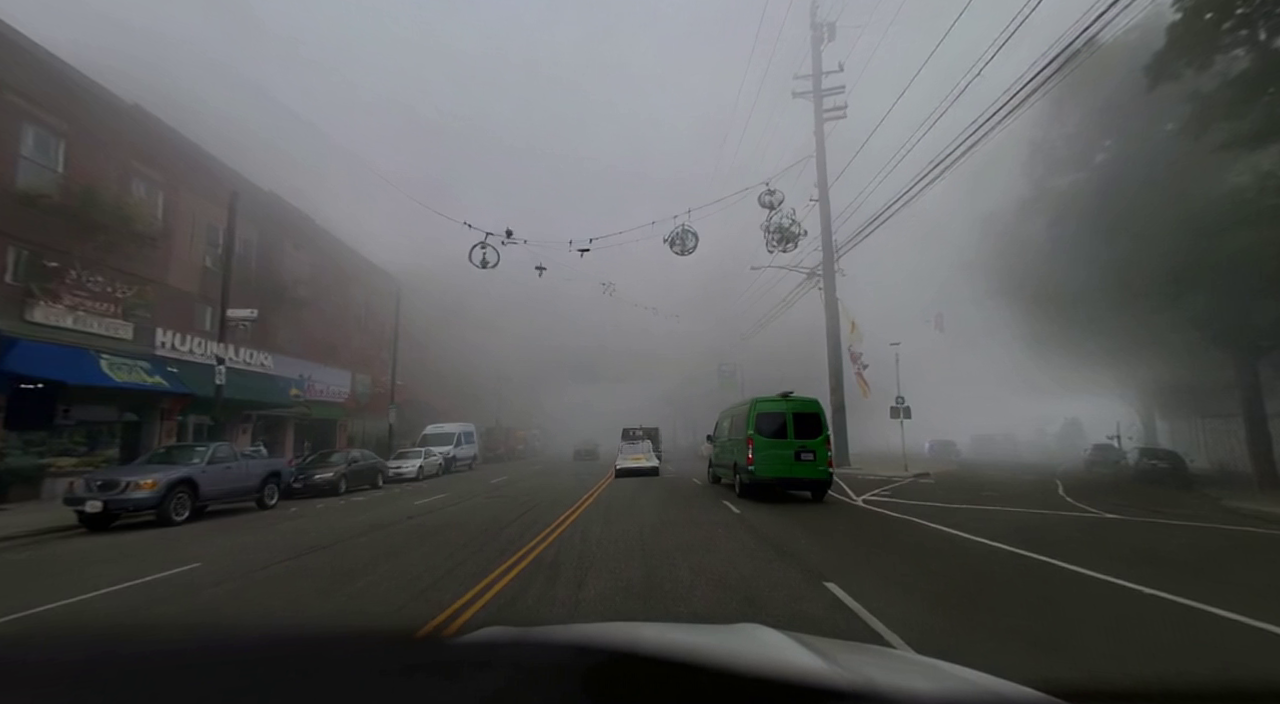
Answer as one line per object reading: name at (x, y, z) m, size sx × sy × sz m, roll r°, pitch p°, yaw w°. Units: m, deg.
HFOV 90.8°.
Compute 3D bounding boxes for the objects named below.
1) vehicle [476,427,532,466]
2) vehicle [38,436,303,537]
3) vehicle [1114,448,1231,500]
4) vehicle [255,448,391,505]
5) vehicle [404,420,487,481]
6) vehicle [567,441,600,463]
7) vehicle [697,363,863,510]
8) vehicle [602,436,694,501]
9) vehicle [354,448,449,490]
vehicle at (-9.687, 6.813, 45.723) m, size 2.964 × 2.597 × 6.437 m, roll 0°, pitch -8°, yaw -3°
vehicle at (-9.502, 2.714, 13.448) m, size 2.156 × 1.745 × 4.504 m, roll 0°, pitch -8°, yaw 0°
vehicle at (17.220, 3.895, 20.704) m, size 2.058 × 1.478 × 4.429 m, roll -5°, pitch -10°, yaw 29°
vehicle at (-9.496, 3.723, 19.409) m, size 1.848 × 1.517 × 4.452 m, roll 0°, pitch -8°, yaw 0°
vehicle at (-9.535, 4.884, 31.596) m, size 2.398 × 2.723 × 5.816 m, roll 0°, pitch -8°, yaw -1°
vehicle at (-3.956, 7.056, 44.727) m, size 1.974 × 1.484 × 4.400 m, roll 0°, pitch -8°, yaw -1°
vehicle at (3.095, 2.180, 16.082) m, size 2.419 × 2.927 × 6.907 m, roll 0°, pitch -8°, yaw -2°
vehicle at (0.205, 3.022, 16.812) m, size 2.112 × 1.464 × 4.411 m, roll 0°, pitch -8°, yaw 1°
vehicle at (-9.402, 4.627, 25.399) m, size 2.063 × 1.481 × 4.722 m, roll 0°, pitch -8°, yaw -1°
